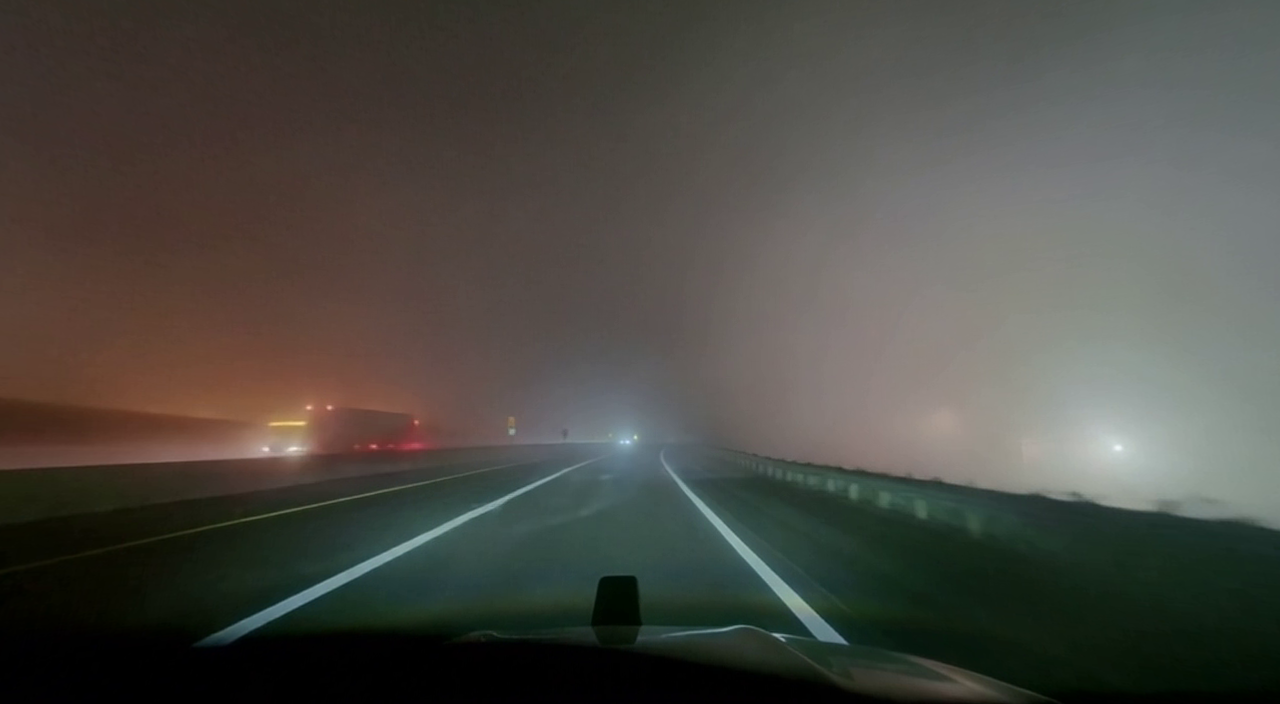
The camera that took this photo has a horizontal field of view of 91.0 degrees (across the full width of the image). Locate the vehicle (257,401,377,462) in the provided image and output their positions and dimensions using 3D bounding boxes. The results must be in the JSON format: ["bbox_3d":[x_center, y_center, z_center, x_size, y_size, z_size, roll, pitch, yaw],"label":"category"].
[{"bbox_3d":[-23.667,6.019,47.056,2.998,4.042,10.325,-1,-8,3],"label":"vehicle"}]

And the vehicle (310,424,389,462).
[{"bbox_3d":[-19.543,6.181,42.738,2.346,2.389,5.841,0,-8,2],"label":"vehicle"}]
